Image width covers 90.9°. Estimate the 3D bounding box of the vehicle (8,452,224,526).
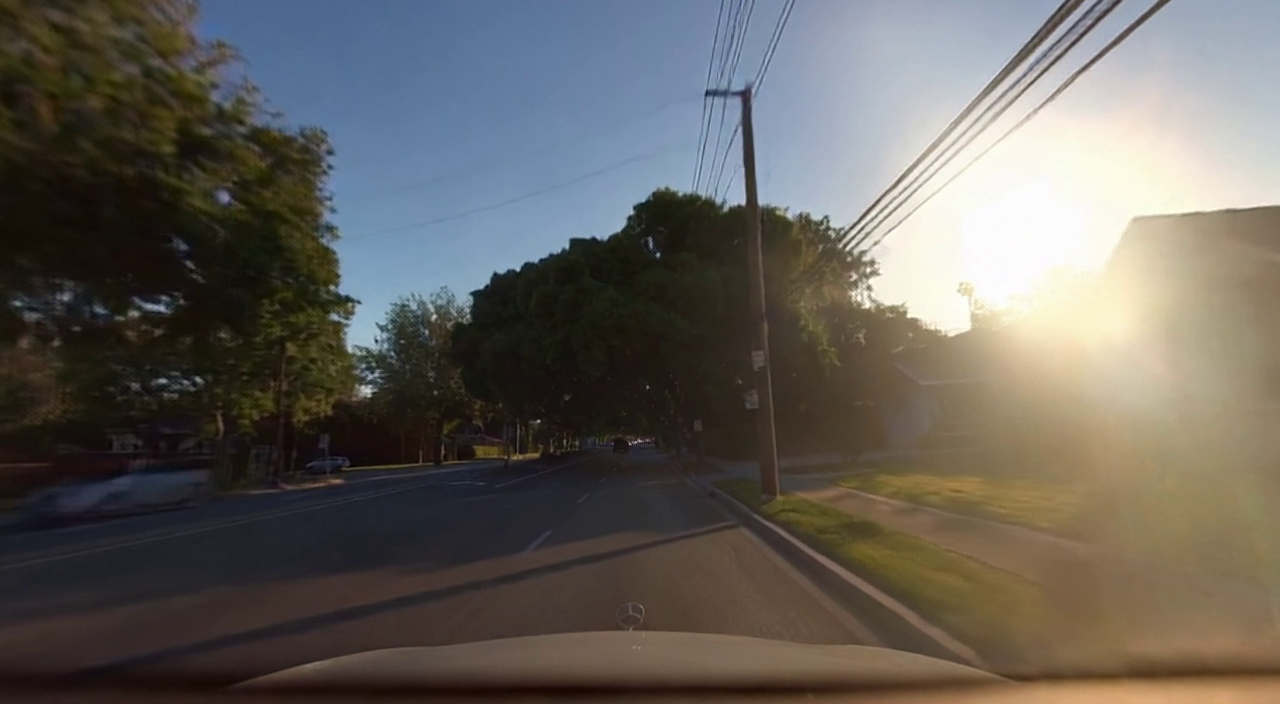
[{"bbox_3d":[-14.183,3.660,17.538,1.996,1.695,4.635,0,-8,0],"label":"vehicle"}]
